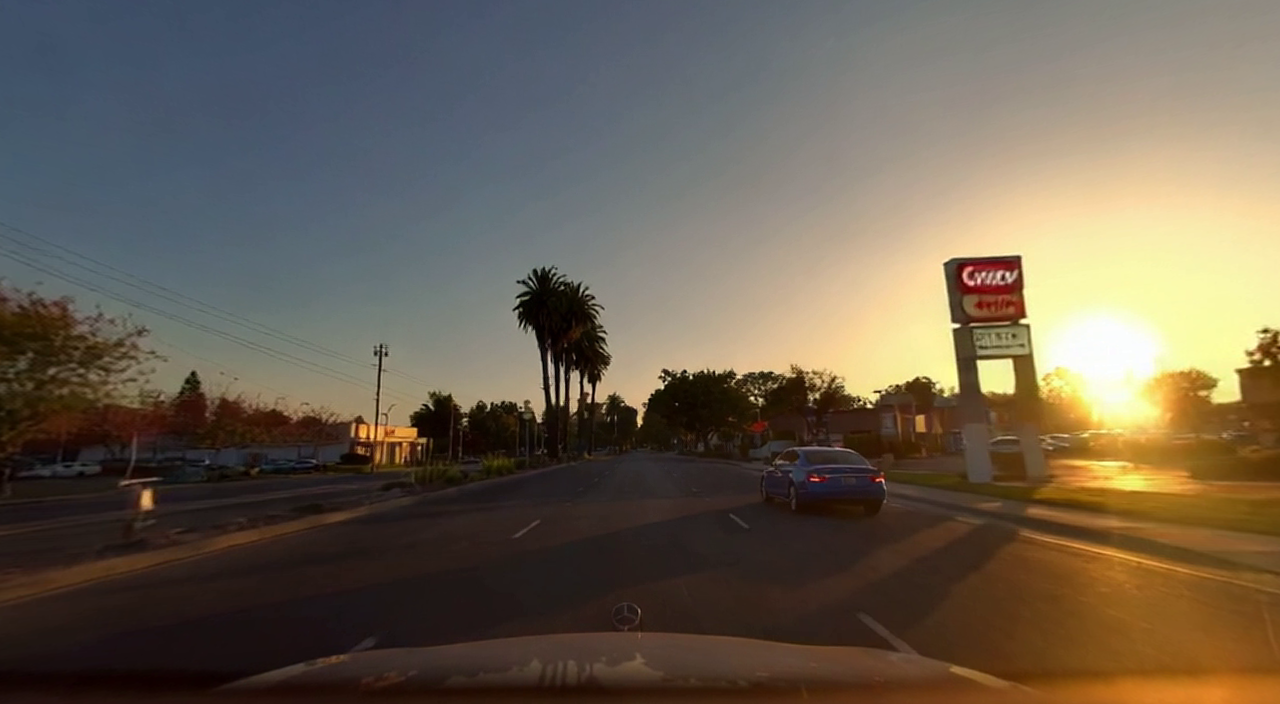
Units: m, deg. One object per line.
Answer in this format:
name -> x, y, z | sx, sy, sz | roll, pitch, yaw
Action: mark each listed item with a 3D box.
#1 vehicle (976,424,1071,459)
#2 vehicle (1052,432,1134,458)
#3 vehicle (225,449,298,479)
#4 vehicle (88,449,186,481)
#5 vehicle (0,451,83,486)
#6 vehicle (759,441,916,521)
vehicle -> 29.368, 6.912, 48.530 | 5.519, 2.389, 2.350 | -2, -10, 1
vehicle -> 34.700, 7.127, 48.478 | 4.676, 1.741, 1.948 | -2, -10, 0
vehicle -> -27.665, 8.209, 46.450 | 2.091, 1.981, 4.836 | 1, -9, 3
vehicle -> -33.235, 7.436, 41.997 | 2.216, 1.965, 5.147 | 0, -9, 0
vehicle -> -33.324, 6.222, 33.913 | 2.347, 1.610, 4.867 | -1, -8, 1
vehicle -> 3.995, 2.663, 13.626 | 1.978, 1.442, 4.262 | 0, -9, 0
